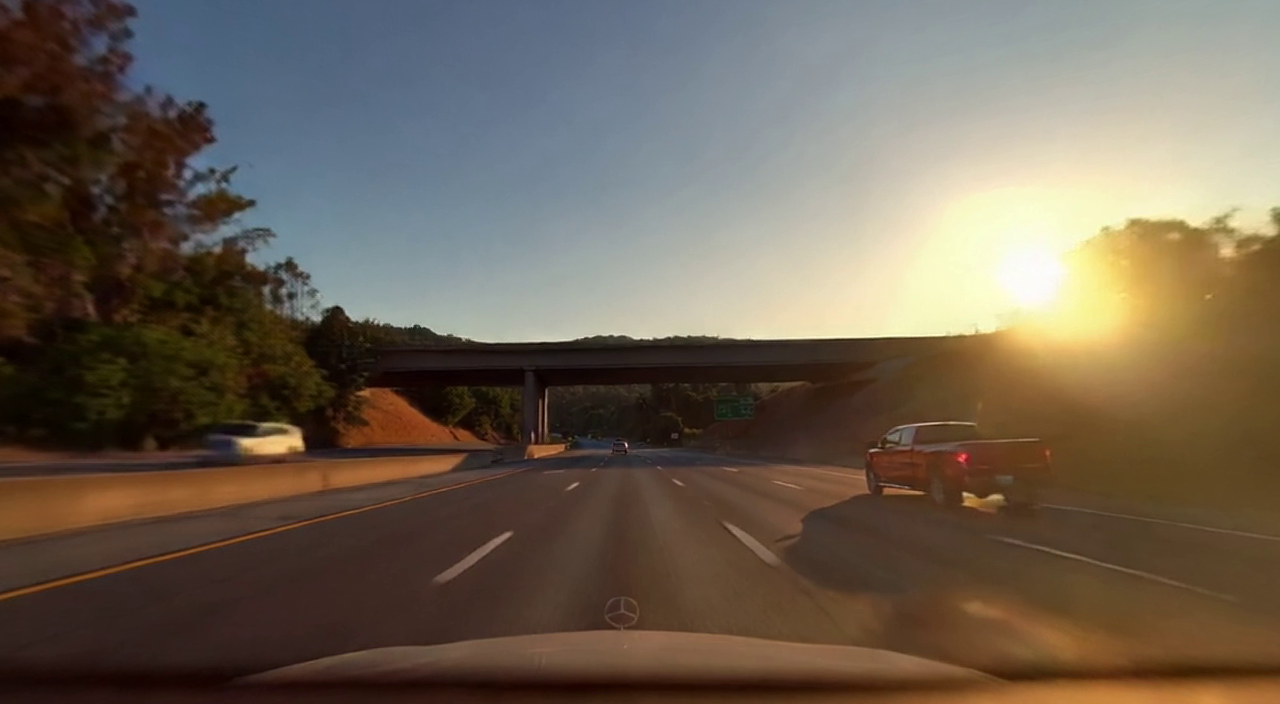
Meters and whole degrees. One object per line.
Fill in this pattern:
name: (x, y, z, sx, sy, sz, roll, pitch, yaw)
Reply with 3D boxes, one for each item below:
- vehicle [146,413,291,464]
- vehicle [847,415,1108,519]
vehicle: (-16.250, 3.415, 24.812, 2.329, 1.768, 4.989, 0, -8, -2)
vehicle: (6.973, 2.481, 14.265, 2.395, 1.819, 6.086, 0, -9, -2)
